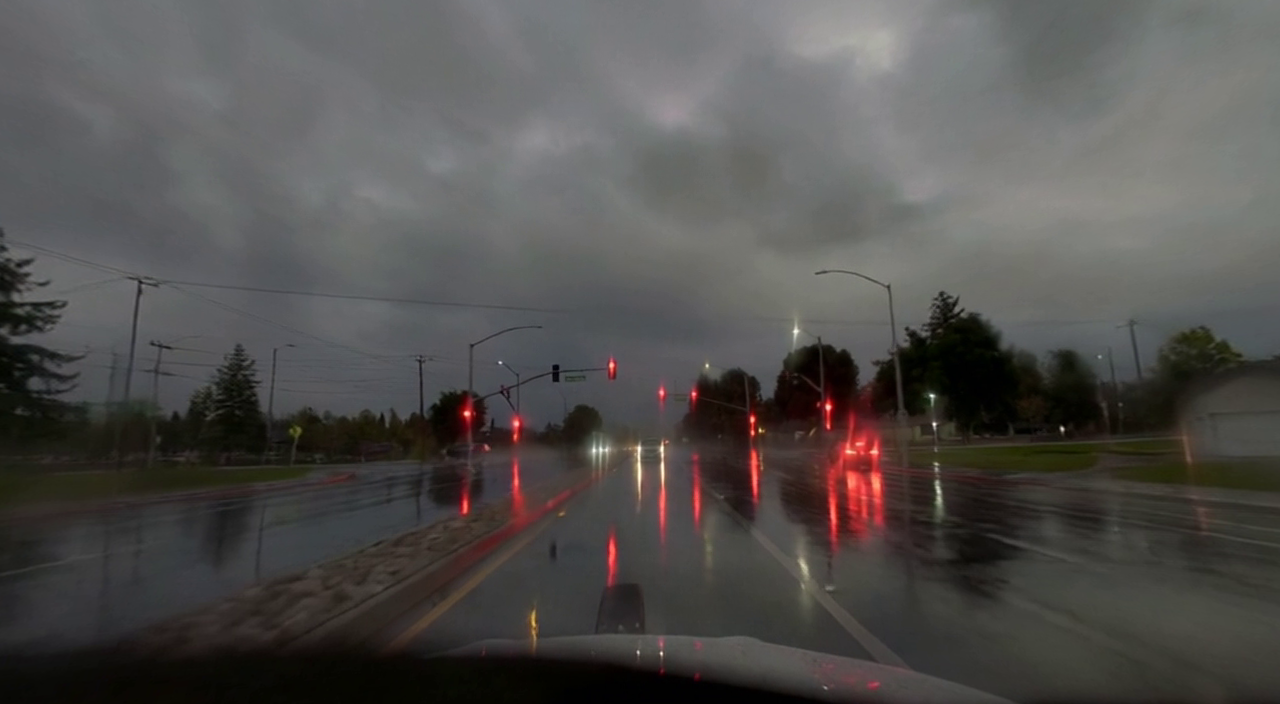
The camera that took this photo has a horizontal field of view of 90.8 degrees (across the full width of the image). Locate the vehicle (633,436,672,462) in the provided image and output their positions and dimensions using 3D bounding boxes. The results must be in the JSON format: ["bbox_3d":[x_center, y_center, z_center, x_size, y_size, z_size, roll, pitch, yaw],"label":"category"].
[{"bbox_3d":[0.858,6.353,41.504,2.074,1.570,3.647,0,-8,9],"label":"vehicle"}]
